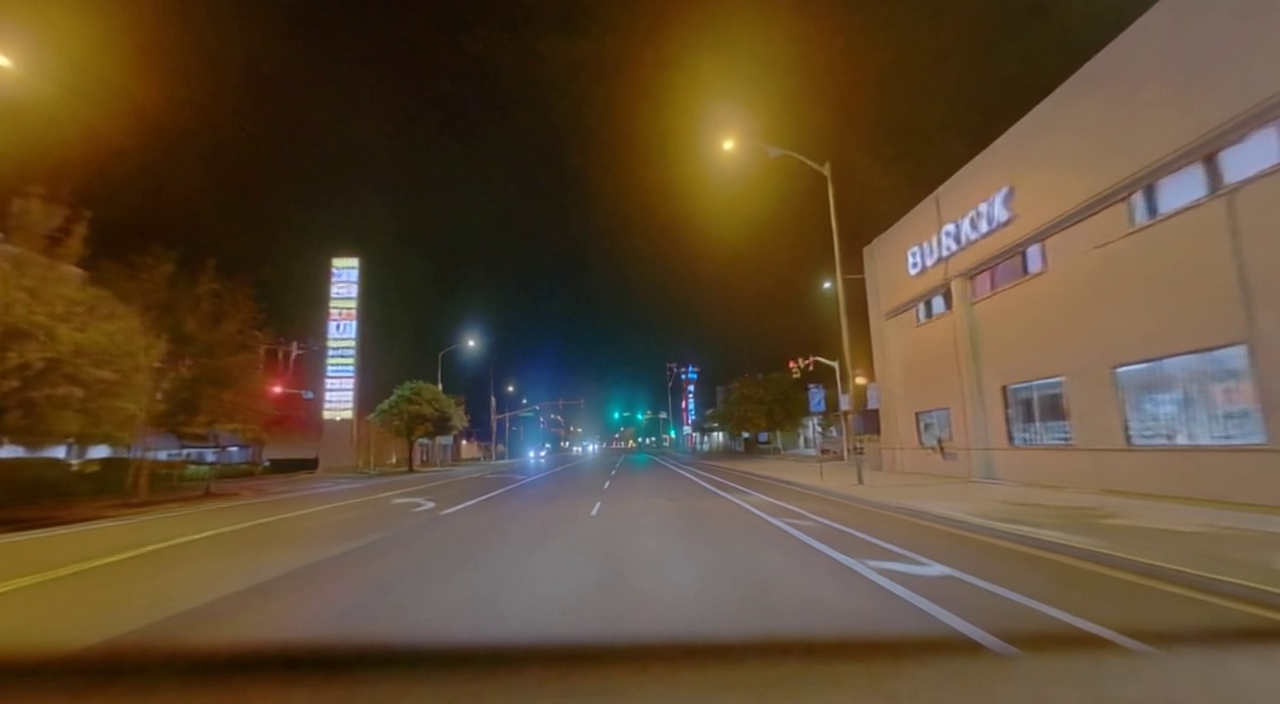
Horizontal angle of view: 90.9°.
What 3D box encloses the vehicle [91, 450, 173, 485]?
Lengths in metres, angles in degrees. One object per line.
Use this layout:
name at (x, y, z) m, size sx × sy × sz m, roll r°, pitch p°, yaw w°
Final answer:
vehicle at (-28.313, 6.357, 35.064) m, size 4.811 × 1.756 × 2.070 m, roll -6°, pitch -10°, yaw 34°
